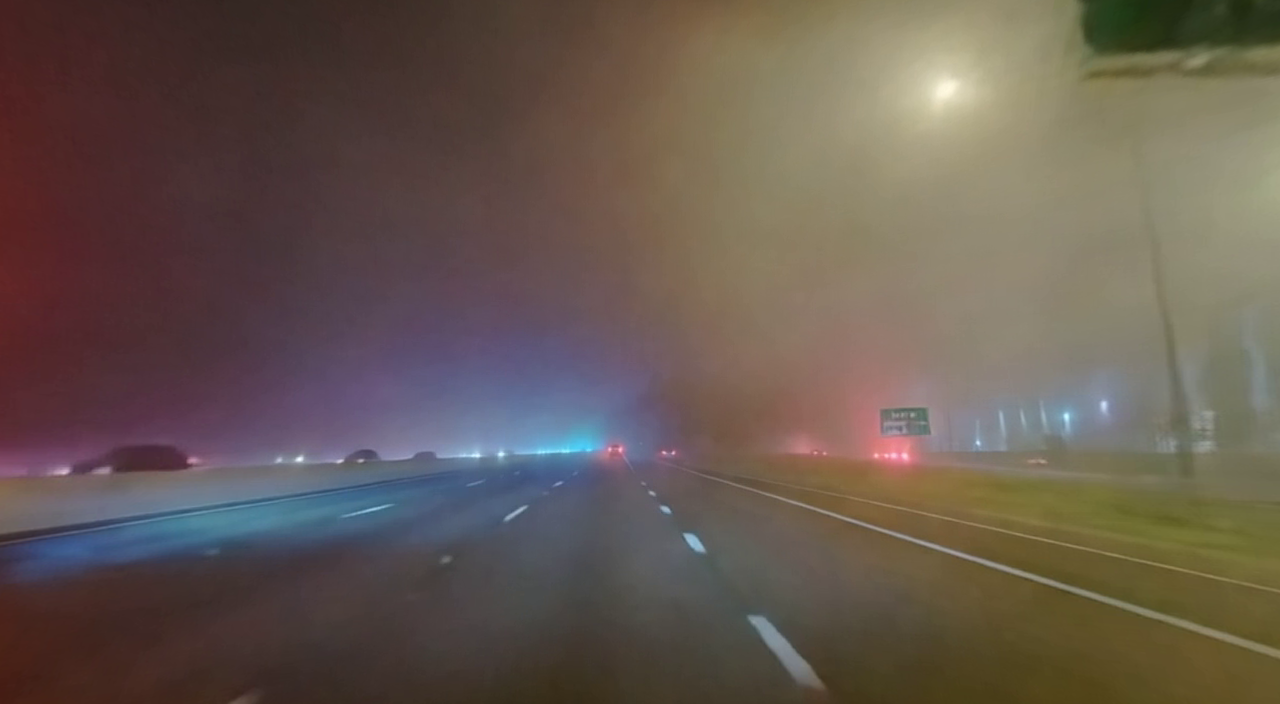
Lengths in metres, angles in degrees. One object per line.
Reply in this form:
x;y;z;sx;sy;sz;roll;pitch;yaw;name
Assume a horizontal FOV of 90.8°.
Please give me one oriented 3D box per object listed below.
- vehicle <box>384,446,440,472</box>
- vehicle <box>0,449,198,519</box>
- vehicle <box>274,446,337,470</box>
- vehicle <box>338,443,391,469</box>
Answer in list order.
-13.806;6.505;38.530;1.903;1.484;4.320;0;-9;-1;vehicle
-13.219;3.108;15.396;1.881;1.427;4.211;0;-9;-1;vehicle
-24.275;7.704;46.069;2.085;1.655;4.713;0;-9;-2;vehicle
-20.421;7.700;47.013;1.926;1.769;4.800;0;-9;-2;vehicle
